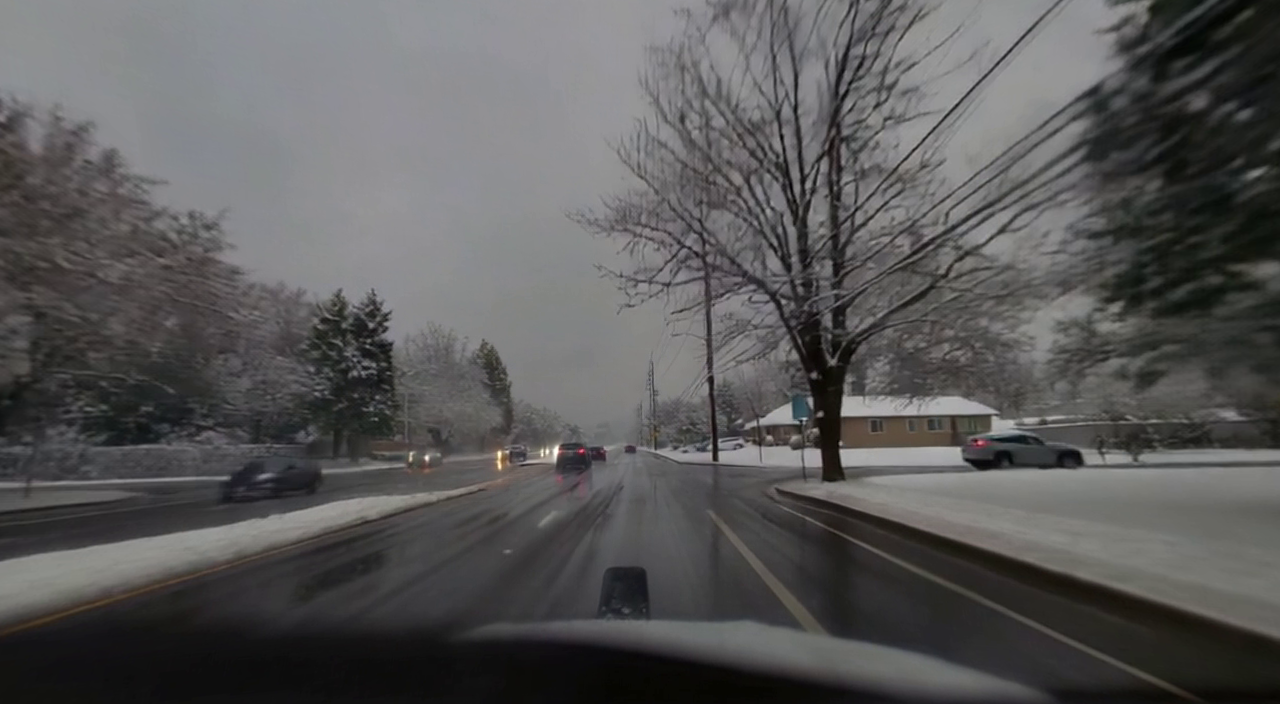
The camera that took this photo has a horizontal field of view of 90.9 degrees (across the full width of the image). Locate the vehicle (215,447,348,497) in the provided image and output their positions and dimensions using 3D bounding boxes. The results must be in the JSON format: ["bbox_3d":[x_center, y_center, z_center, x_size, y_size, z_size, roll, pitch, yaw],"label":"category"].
[{"bbox_3d":[-12.042,4.029,21.604,1.970,1.496,4.512,0,-8,-1],"label":"vehicle"}]

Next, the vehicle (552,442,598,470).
[{"bbox_3d":[-3.573,5.790,35.345,2.084,1.466,4.522,0,-8,0],"label":"vehicle"}]

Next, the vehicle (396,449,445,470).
[{"bbox_3d":[-16.365,8.010,47.239,1.937,1.480,4.755,0,-8,-1],"label":"vehicle"}]

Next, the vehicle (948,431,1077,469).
[{"bbox_3d":[18.035,4.758,30.670,4.904,1.735,2.270,1,-8,-6],"label":"vehicle"}]
